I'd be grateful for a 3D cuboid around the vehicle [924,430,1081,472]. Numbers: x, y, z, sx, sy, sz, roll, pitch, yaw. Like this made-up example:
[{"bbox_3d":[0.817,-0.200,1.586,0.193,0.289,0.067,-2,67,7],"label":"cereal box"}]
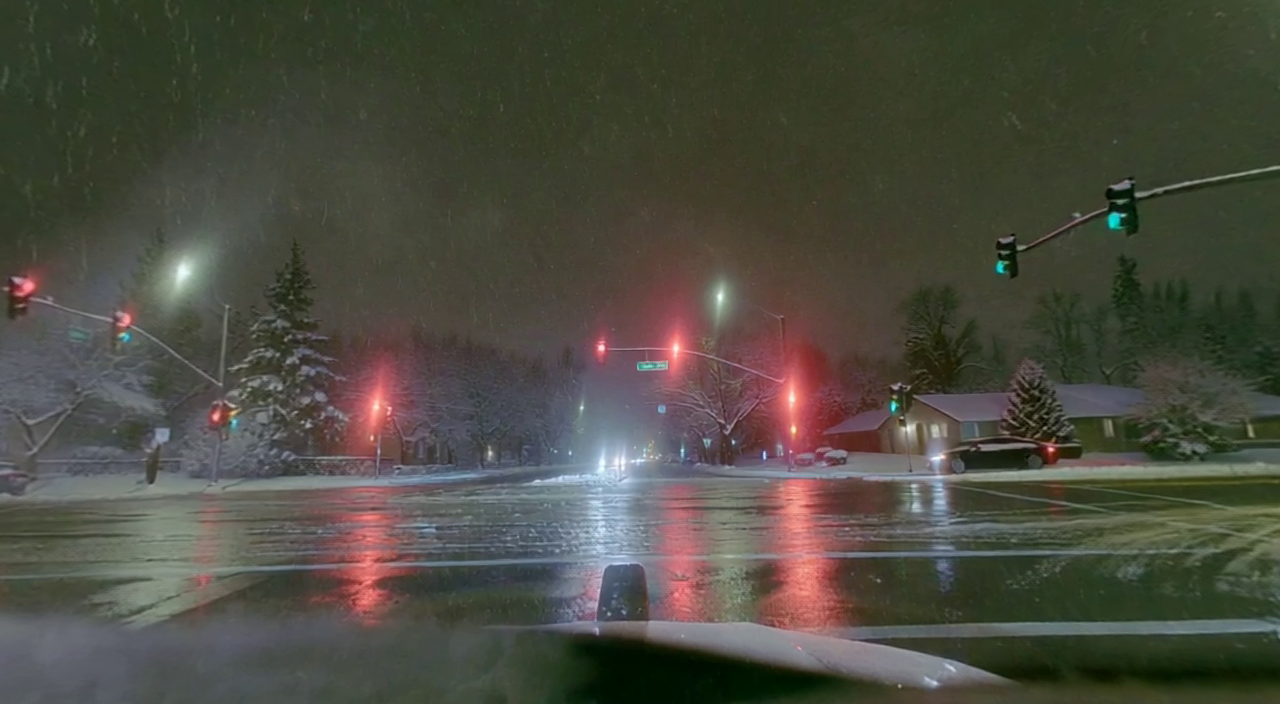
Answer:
[{"bbox_3d":[13.057,3.584,22.872,4.562,1.460,1.822,0,-8,-1],"label":"vehicle"}]
